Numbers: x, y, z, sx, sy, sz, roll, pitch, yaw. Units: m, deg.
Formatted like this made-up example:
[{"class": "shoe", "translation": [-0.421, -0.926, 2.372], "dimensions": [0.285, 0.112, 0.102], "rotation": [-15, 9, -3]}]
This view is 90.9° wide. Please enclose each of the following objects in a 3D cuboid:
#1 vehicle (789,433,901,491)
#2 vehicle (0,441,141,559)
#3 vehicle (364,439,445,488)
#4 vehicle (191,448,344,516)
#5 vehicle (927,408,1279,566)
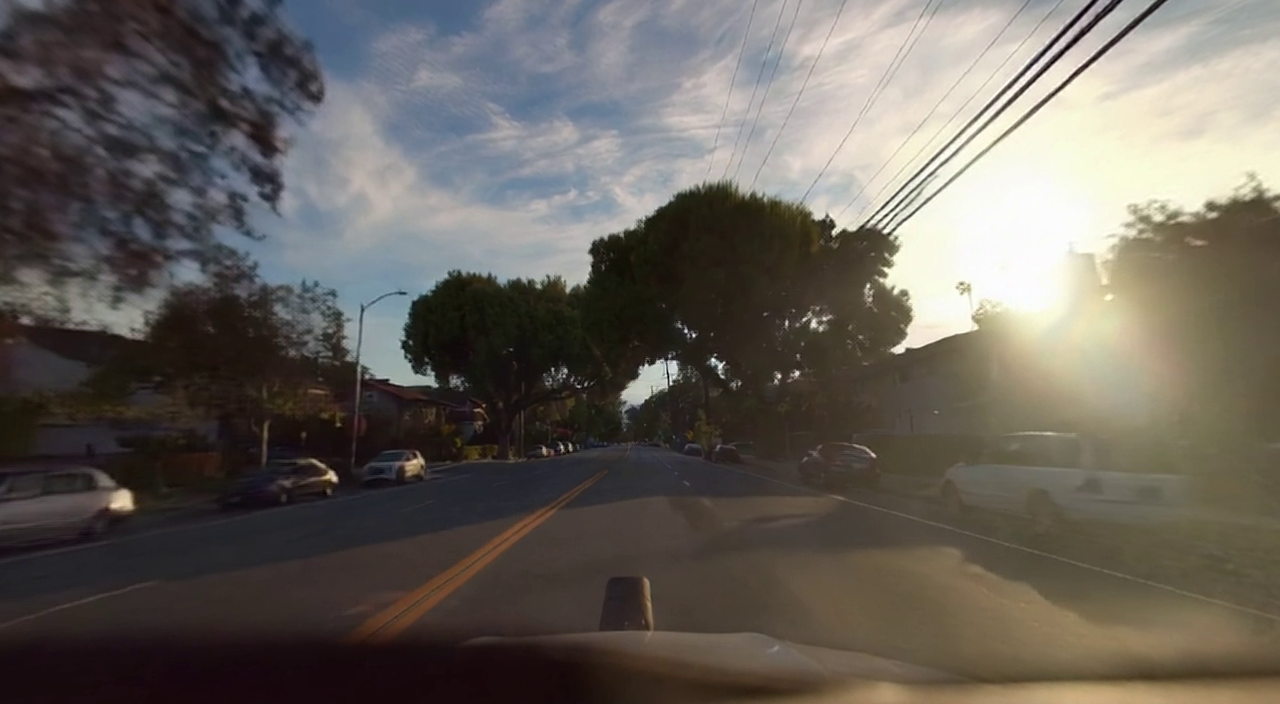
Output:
[{"class": "vehicle", "translation": [6.764, 3.682, 21.463], "dimensions": [2.194, 1.741, 4.800], "rotation": [0, -8, 0]}, {"class": "vehicle", "translation": [-10.466, 2.316, 9.895], "dimensions": [1.974, 1.696, 4.336], "rotation": [-2, -8, -5]}, {"class": "vehicle", "translation": [-10.403, 4.917, 28.184], "dimensions": [1.984, 1.762, 4.266], "rotation": [-3, -6, 0]}, {"class": "vehicle", "translation": [-10.650, 3.685, 18.507], "dimensions": [1.932, 1.472, 4.516], "rotation": [-3, -6, -2]}, {"class": "vehicle", "translation": [6.706, 1.928, 9.842], "dimensions": [2.128, 1.823, 4.834], "rotation": [0, -8, 0]}]
